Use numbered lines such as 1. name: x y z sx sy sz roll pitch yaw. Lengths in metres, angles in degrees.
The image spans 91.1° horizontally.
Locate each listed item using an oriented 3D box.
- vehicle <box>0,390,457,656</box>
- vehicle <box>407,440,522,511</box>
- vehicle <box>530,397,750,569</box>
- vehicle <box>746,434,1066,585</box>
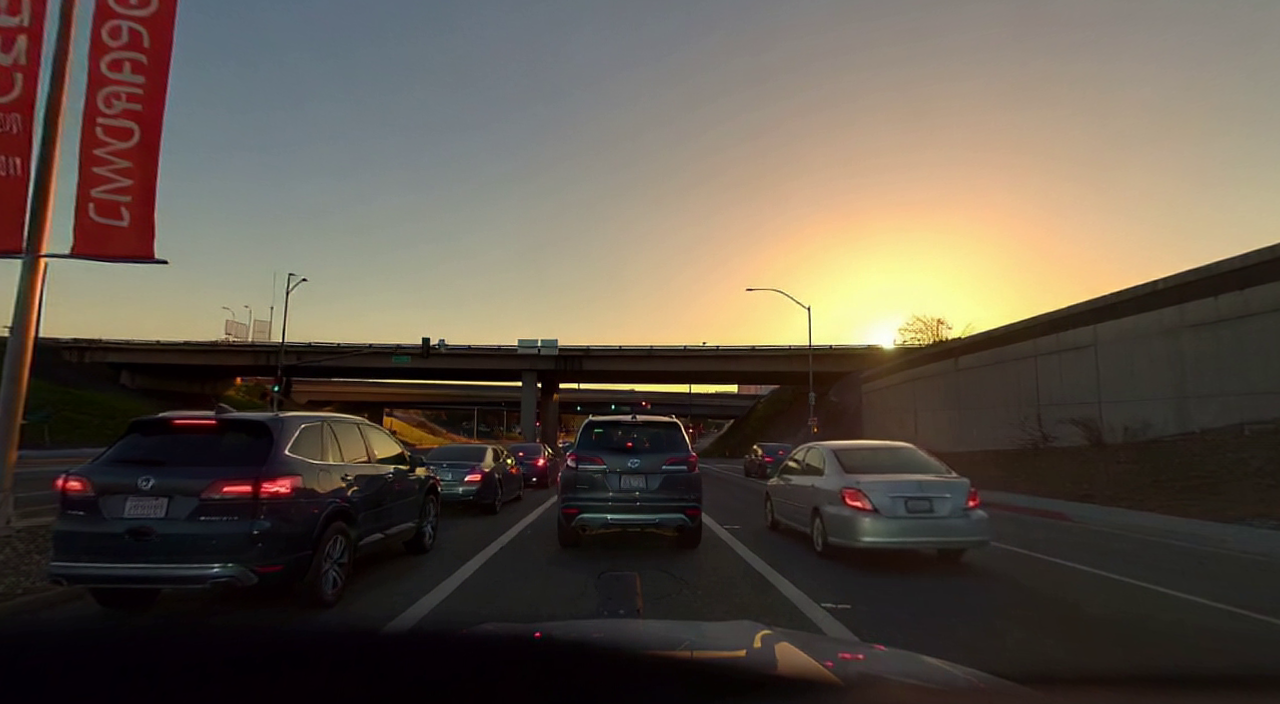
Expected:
1. vehicle: -3.498 1.422 6.269 2.039 1.709 4.265 0 -9 0
2. vehicle: -4.154 2.946 15.431 1.797 1.505 3.506 0 -9 0
3. vehicle: -0.080 1.767 9.211 2.409 1.864 4.471 0 -9 -2
4. vehicle: 3.069 1.936 8.772 2.228 1.472 4.939 0 -9 -1
